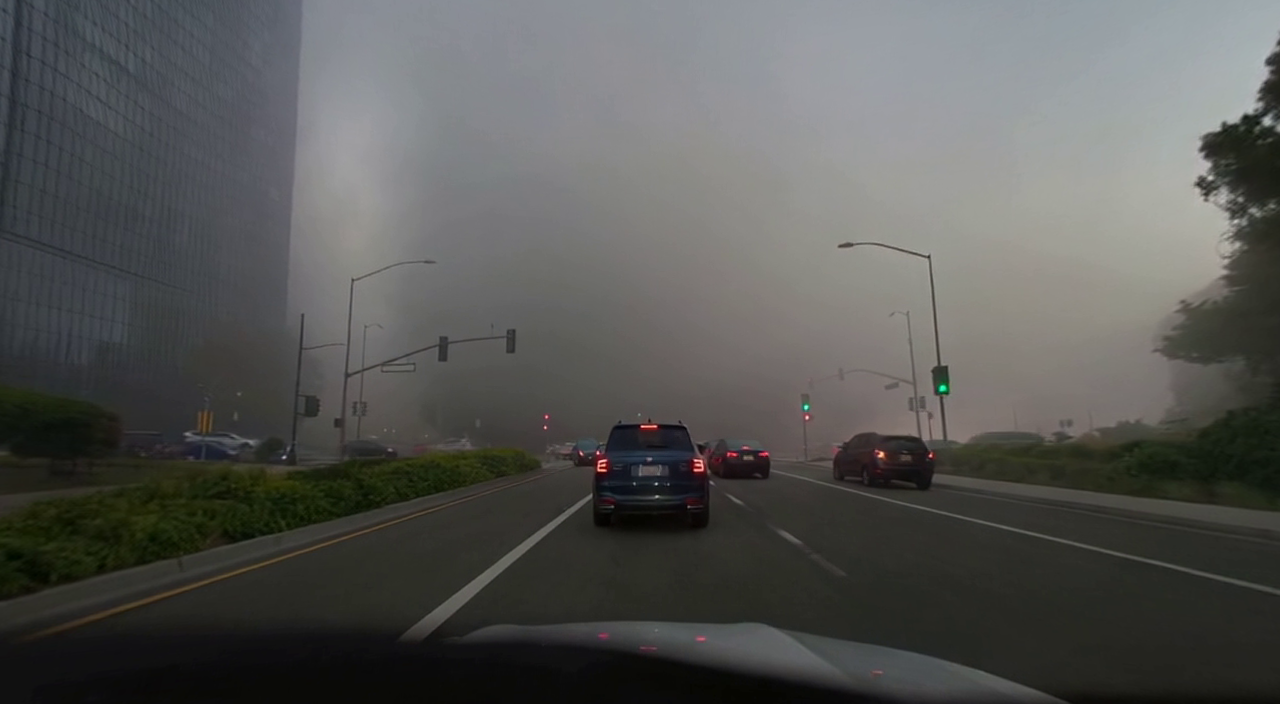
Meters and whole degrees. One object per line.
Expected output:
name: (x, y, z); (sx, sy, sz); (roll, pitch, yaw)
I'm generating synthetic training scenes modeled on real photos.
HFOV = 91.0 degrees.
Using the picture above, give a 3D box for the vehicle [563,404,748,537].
vehicle: (0.227, 2.023, 11.244); (2.601, 1.878, 4.535); (0, -9, 0)

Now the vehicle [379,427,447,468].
vehicle: (-14.021, 5.871, 38.667); (2.717, 2.310, 6.448); (5, -10, -29)
